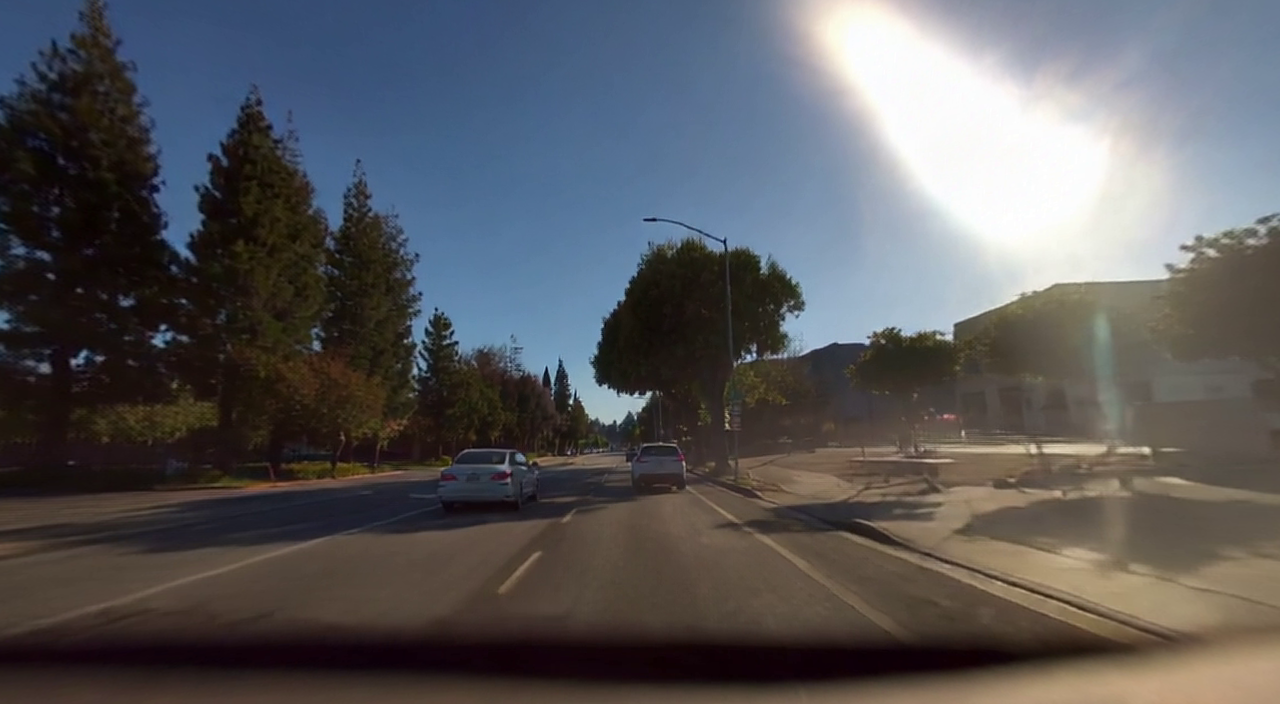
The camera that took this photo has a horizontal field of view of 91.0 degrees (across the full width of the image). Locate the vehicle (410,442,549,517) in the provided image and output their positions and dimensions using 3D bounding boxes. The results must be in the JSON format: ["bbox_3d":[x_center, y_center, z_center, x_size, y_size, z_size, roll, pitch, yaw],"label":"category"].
[{"bbox_3d":[-3.426,2.800,14.317,2.036,1.447,4.044,0,-9,1],"label":"vehicle"}]

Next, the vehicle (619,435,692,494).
[{"bbox_3d":[0.397,3.802,21.610,2.215,1.799,4.426,0,-9,-2],"label":"vehicle"}]
